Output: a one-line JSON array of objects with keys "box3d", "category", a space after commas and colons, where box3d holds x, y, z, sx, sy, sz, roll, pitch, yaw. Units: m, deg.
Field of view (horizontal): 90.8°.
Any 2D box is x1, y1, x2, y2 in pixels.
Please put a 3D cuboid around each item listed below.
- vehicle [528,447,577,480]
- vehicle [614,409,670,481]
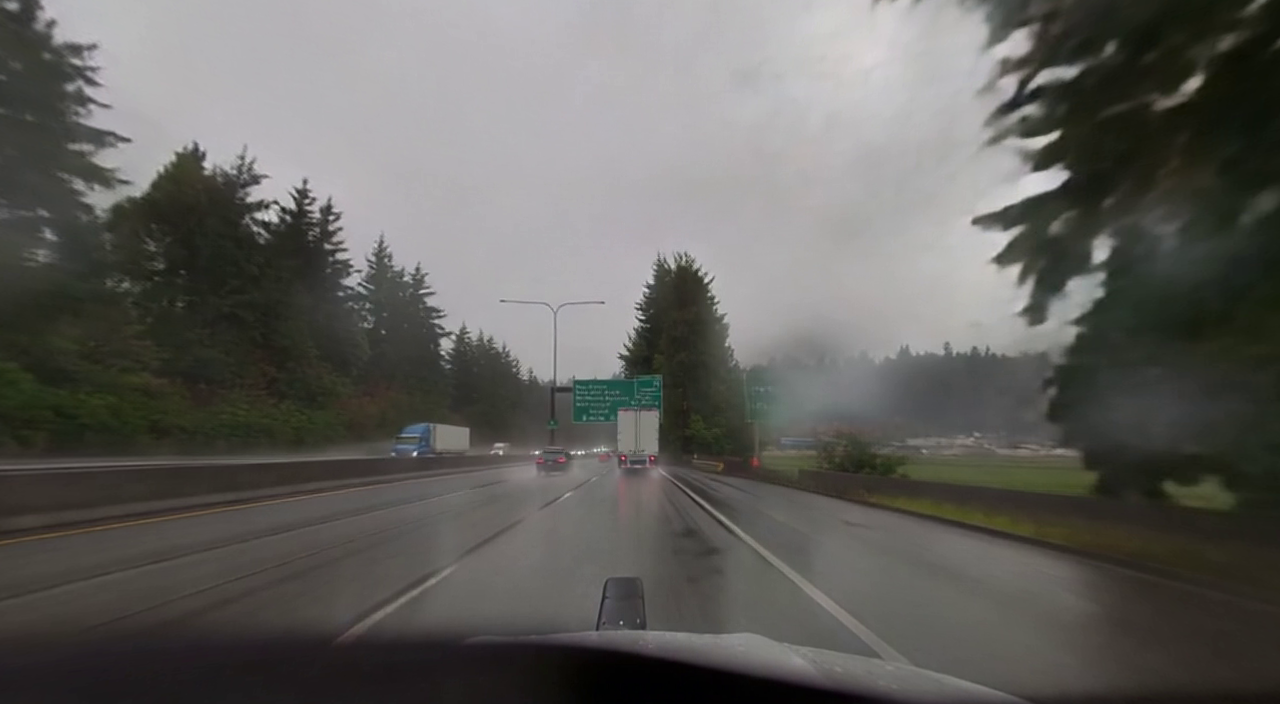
[{"box3d": [-4.431, 5.746, 32.574, 1.964, 1.556, 4.071, 0, -9, 0], "category": "vehicle"}, {"box3d": [0.002, 5.958, 39.793, 2.976, 3.800, 12.335, 0, -9, -1], "category": "vehicle"}]
